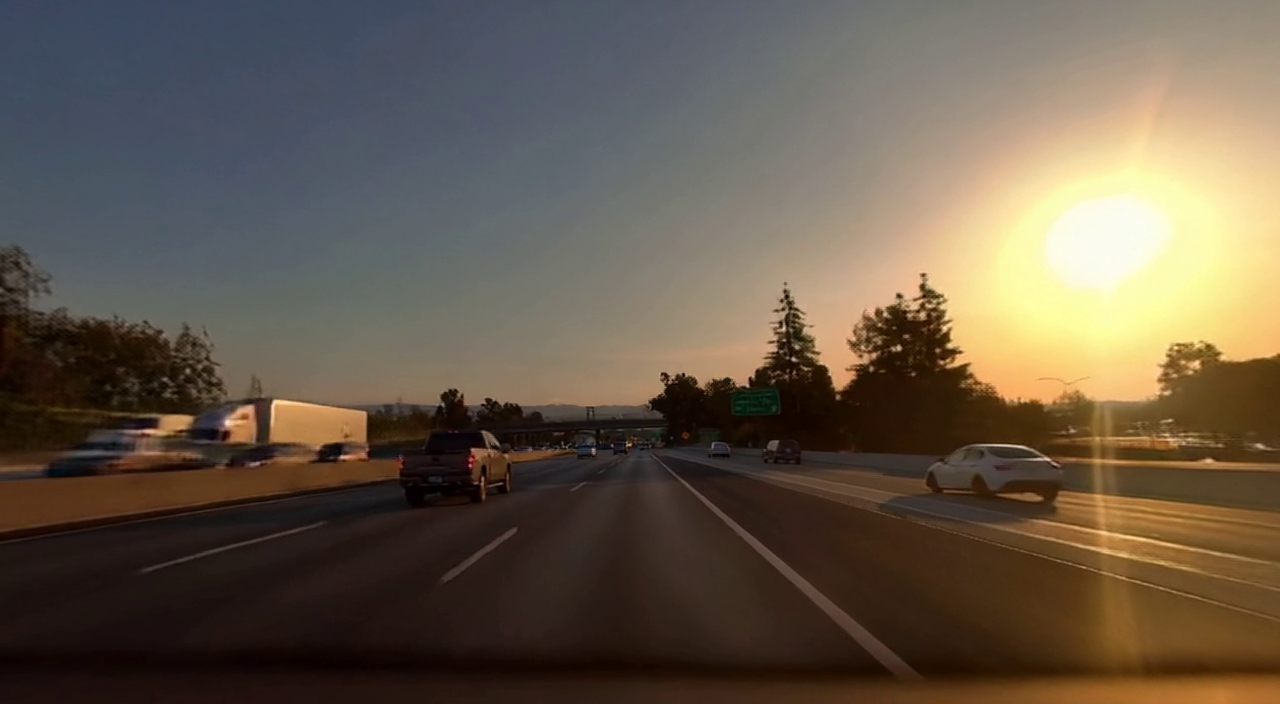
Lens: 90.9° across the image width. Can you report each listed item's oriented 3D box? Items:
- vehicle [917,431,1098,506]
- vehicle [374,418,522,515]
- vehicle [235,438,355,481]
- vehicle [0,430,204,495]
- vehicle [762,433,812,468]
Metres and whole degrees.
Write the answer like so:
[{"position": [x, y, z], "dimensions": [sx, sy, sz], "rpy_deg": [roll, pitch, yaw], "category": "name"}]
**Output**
[{"position": [9.150, 2.919, 16.231], "dimensions": [1.971, 1.638, 4.295], "rpy_deg": [0, -8, -1], "category": "vehicle"}, {"position": [-4.304, 2.651, 15.106], "dimensions": [1.994, 1.911, 4.819], "rpy_deg": [0, -8, 0], "category": "vehicle"}, {"position": [-17.064, 5.341, 31.713], "dimensions": [2.632, 1.948, 5.968], "rpy_deg": [0, -8, 1], "category": "vehicle"}, {"position": [-21.011, 4.227, 24.746], "dimensions": [2.736, 2.171, 6.889], "rpy_deg": [0, -8, 1], "category": "vehicle"}, {"position": [9.462, 6.363, 41.034], "dimensions": [2.061, 2.115, 4.635], "rpy_deg": [0, -8, -1], "category": "vehicle"}]
